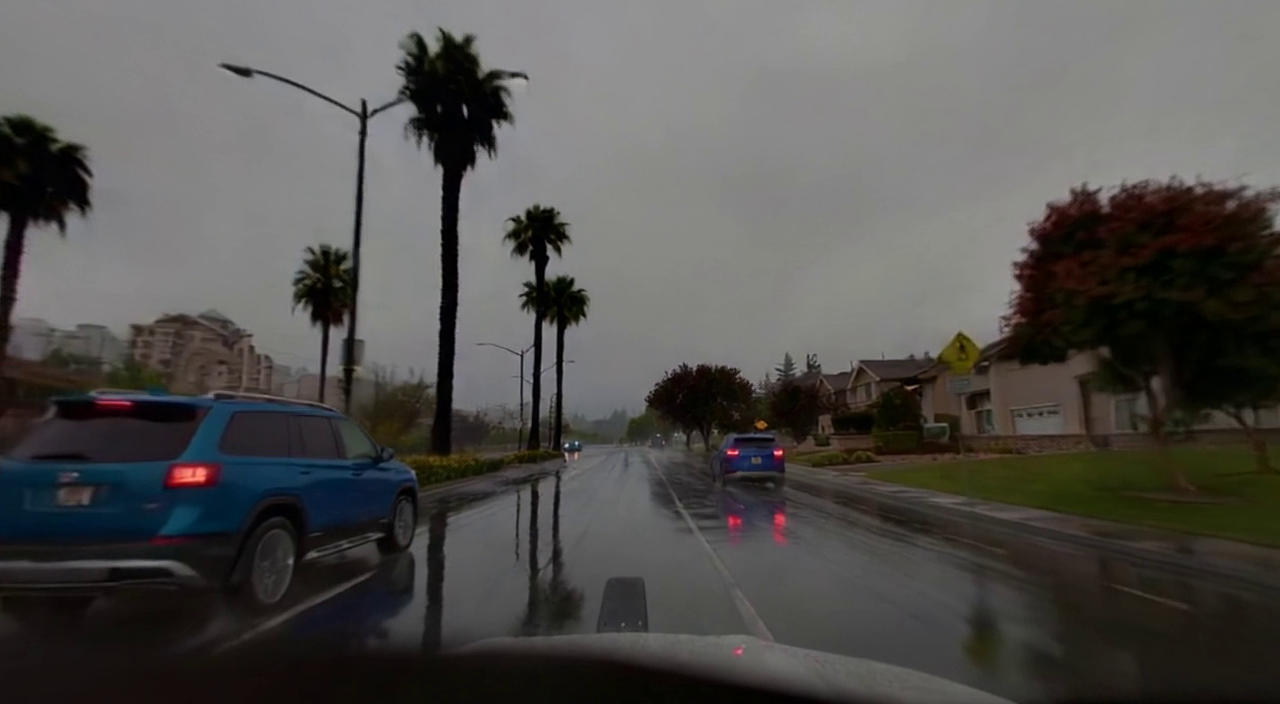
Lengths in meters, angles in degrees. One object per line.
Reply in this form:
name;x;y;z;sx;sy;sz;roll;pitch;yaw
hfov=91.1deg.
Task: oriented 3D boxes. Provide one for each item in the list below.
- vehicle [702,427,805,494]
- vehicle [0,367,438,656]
vehicle;3.309;3.293;19.440;2.195;1.804;4.658;0;-8;-2
vehicle;-3.938;1.329;6.354;2.150;1.768;4.868;0;-8;0
